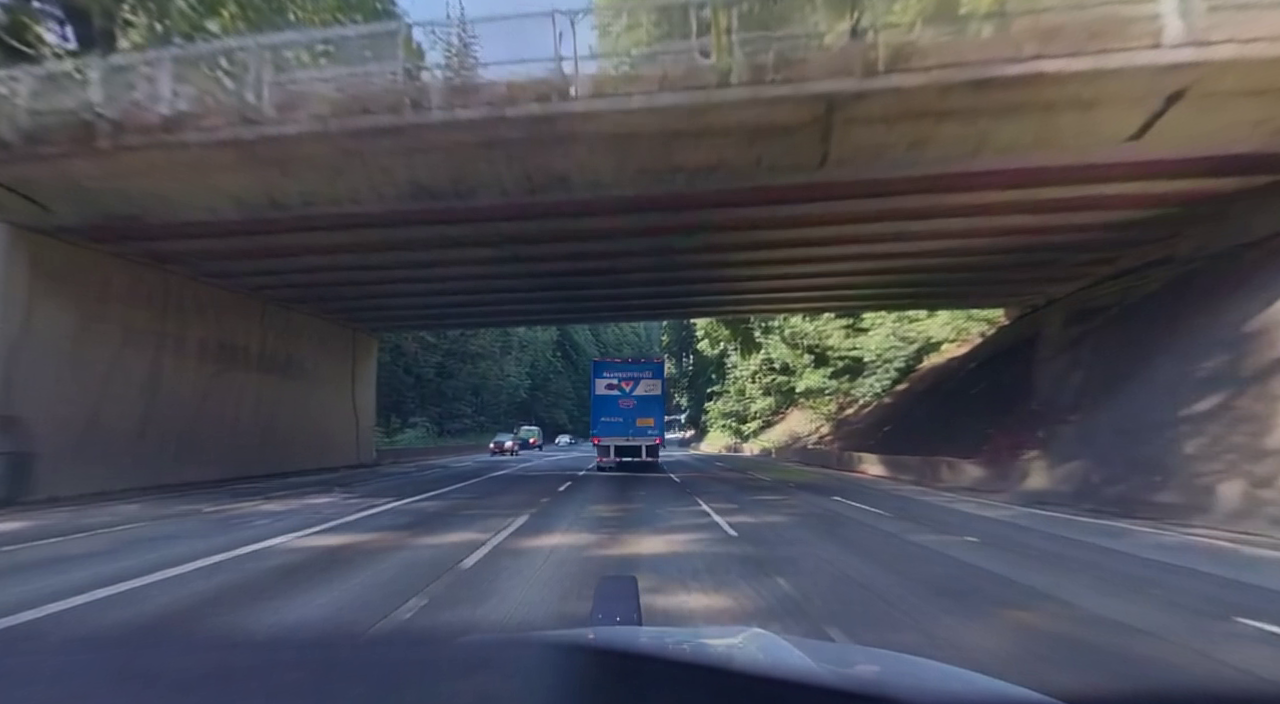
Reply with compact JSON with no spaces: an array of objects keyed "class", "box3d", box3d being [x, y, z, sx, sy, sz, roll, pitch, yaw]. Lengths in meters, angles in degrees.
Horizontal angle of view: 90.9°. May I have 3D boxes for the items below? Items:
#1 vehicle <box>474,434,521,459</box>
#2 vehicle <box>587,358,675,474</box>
[{"class":"vehicle","box3d":[-8.637,5.720,38.455,1.889,1.432,4.287,0,-8,0]},{"class":"vehicle","box3d":[-0.517,2.779,26.102,2.895,3.861,10.213,0,-8,-2]}]
